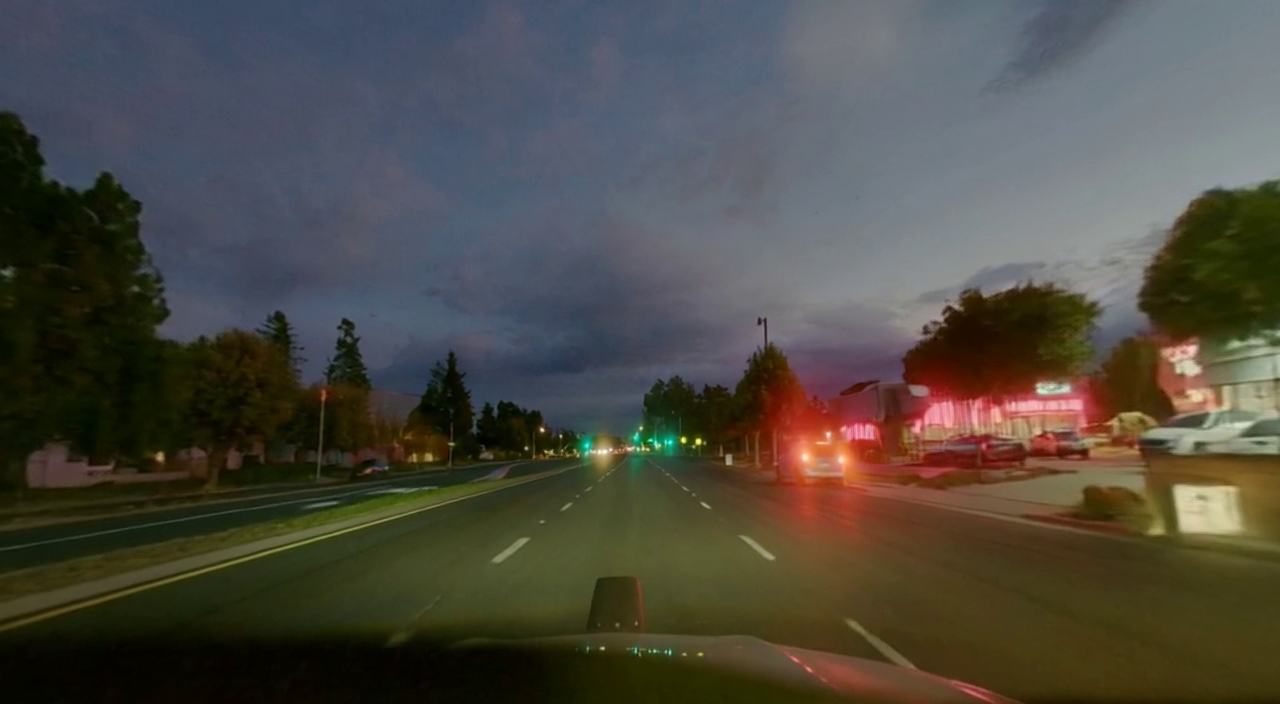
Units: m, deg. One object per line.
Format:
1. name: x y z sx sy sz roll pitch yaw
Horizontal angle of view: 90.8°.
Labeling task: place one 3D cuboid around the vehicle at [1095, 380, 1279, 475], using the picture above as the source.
1. vehicle: 13.904 1.723 13.681 6.592 1.676 4.007 5 -10 -29

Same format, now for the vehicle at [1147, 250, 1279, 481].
1. vehicle: 24.049 -0.236 16.291 16.415 6.611 1.394 -7 -11 26

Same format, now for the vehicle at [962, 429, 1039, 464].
1. vehicle: 14.409 3.776 25.210 3.386 1.301 0.852 5 -10 -27

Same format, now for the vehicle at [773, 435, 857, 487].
1. vehicle: 7.010 4.415 25.853 1.954 1.907 4.736 0 -9 -1
